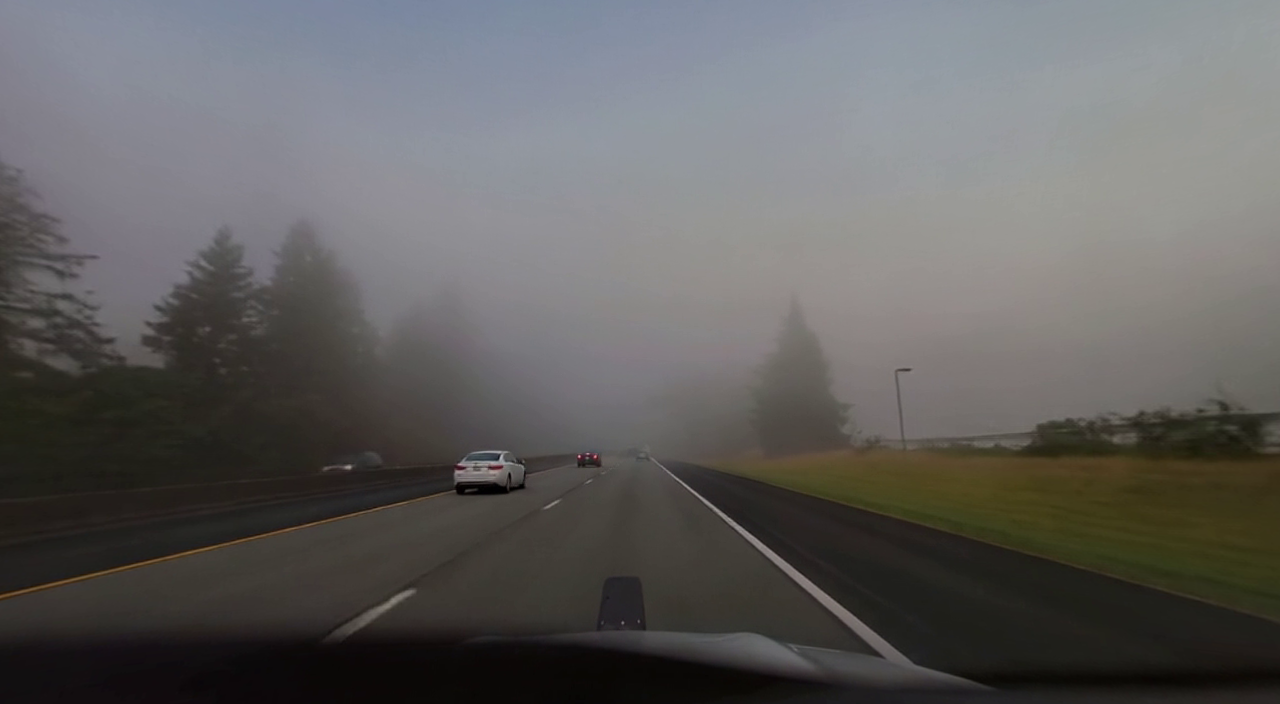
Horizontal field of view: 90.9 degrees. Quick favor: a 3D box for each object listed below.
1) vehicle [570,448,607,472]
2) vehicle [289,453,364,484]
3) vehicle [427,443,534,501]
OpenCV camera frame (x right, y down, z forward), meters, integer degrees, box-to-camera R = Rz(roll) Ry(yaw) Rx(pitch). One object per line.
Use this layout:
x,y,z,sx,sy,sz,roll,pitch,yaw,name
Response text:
-3.338,7.063,41.434,2.005,1.474,3.921,0,-9,1,vehicle
-17.559,6.525,35.506,1.891,1.586,4.395,0,-9,1,vehicle
-4.611,3.534,18.983,1.975,1.501,4.603,0,-9,1,vehicle
